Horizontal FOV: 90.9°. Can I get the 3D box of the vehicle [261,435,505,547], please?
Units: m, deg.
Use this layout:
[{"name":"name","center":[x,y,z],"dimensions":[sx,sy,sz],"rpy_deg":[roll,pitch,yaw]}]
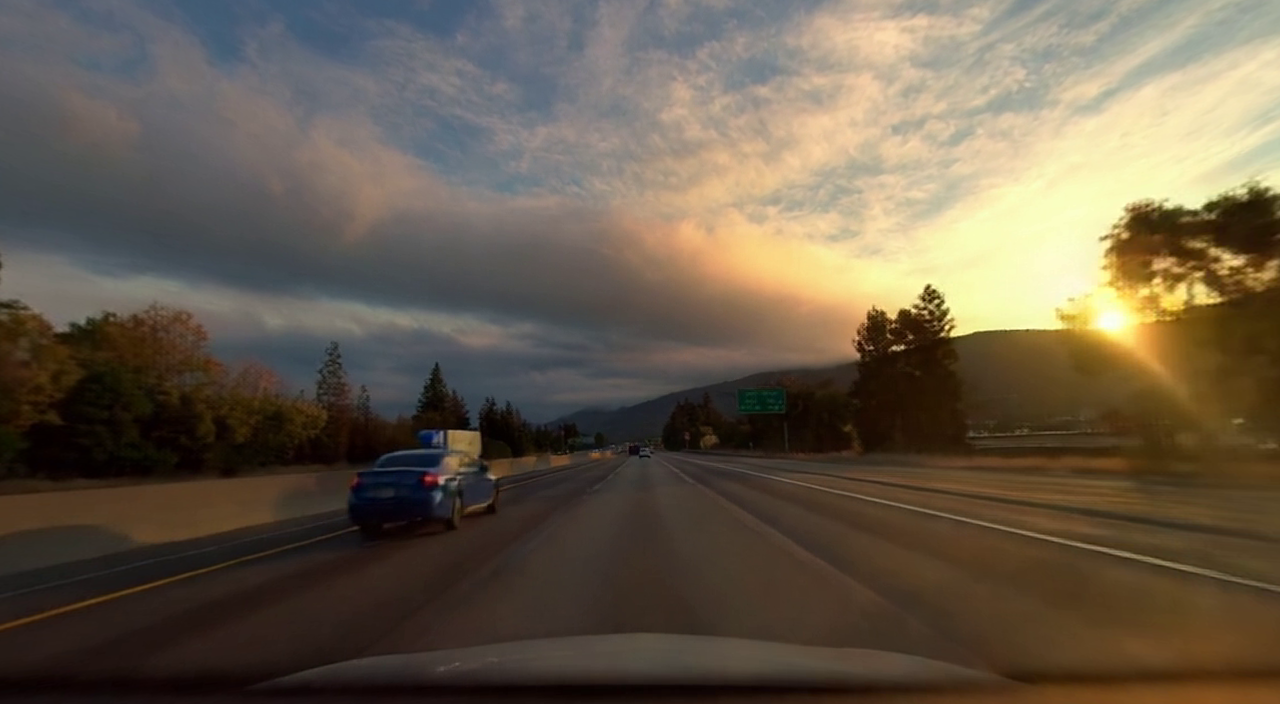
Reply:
[{"name":"vehicle","center":[-4.128,2.344,11.433],"dimensions":[2.128,1.521,5.409],"rpy_deg":[0,-9,1]}]
